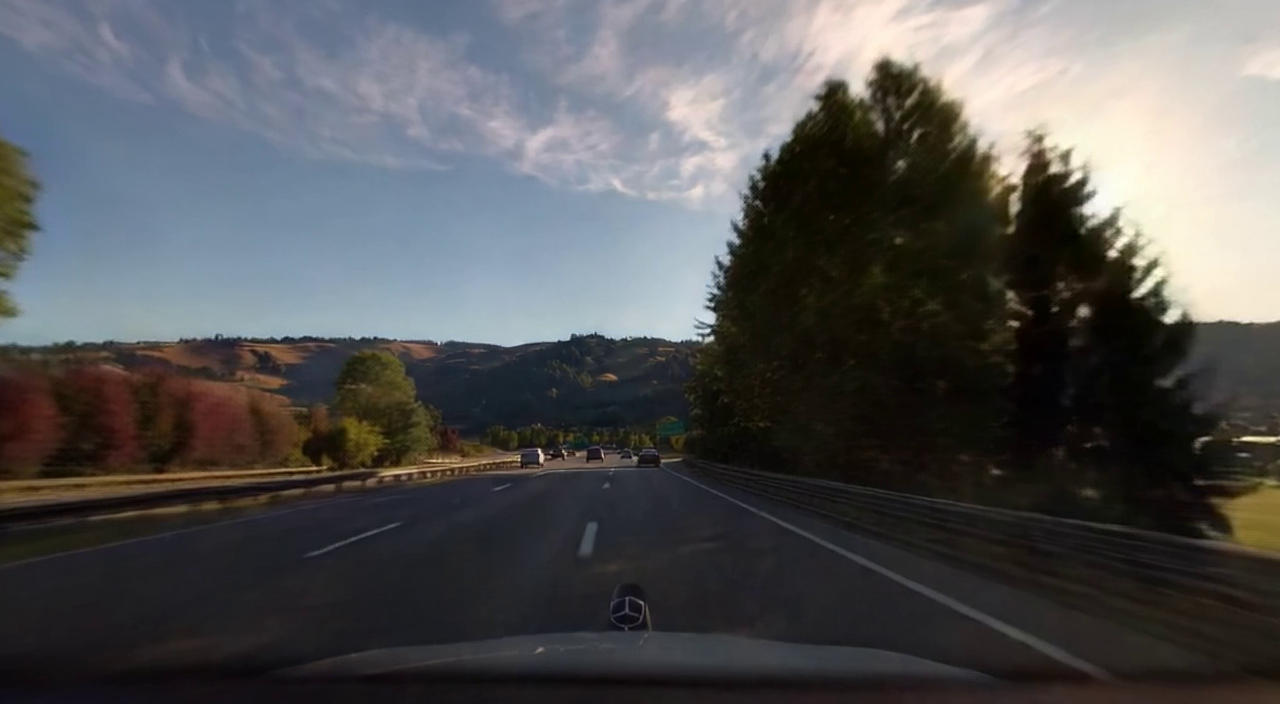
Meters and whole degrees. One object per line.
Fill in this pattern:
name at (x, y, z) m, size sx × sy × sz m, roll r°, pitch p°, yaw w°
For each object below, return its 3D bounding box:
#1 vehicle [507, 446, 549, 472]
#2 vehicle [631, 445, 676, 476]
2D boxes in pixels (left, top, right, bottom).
vehicle at (-6.853, 6.608, 39.004) m, size 1.955 × 1.468 × 3.637 m, roll 0°, pitch -9°, yaw -1°
vehicle at (0.629, 5.636, 32.828) m, size 2.019 × 1.475 × 4.301 m, roll 0°, pitch -9°, yaw -3°
